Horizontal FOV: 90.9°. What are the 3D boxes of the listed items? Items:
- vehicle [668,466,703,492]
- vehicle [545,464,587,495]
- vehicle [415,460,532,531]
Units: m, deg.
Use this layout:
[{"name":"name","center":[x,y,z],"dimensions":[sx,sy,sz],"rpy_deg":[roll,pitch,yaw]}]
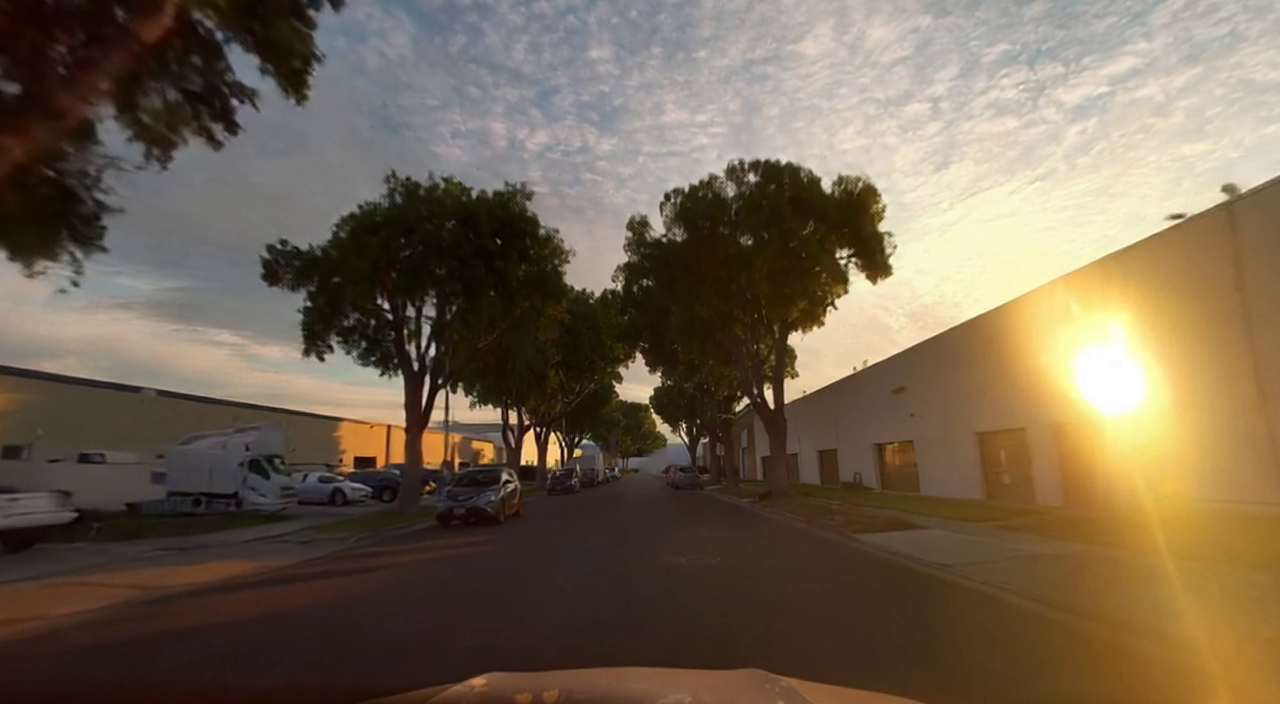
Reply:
[{"name":"vehicle","center":[2.705,7.728,38.450],"dimensions":[1.819,1.446,3.909],"rpy_deg":[1,-11,0]},{"name":"vehicle","center":[-4.127,7.192,35.709],"dimensions":[1.835,1.625,3.674],"rpy_deg":[0,-11,1]},{"name":"vehicle","center":[-4.382,3.844,17.409],"dimensions":[1.927,1.580,4.556],"rpy_deg":[-1,-9,1]}]
